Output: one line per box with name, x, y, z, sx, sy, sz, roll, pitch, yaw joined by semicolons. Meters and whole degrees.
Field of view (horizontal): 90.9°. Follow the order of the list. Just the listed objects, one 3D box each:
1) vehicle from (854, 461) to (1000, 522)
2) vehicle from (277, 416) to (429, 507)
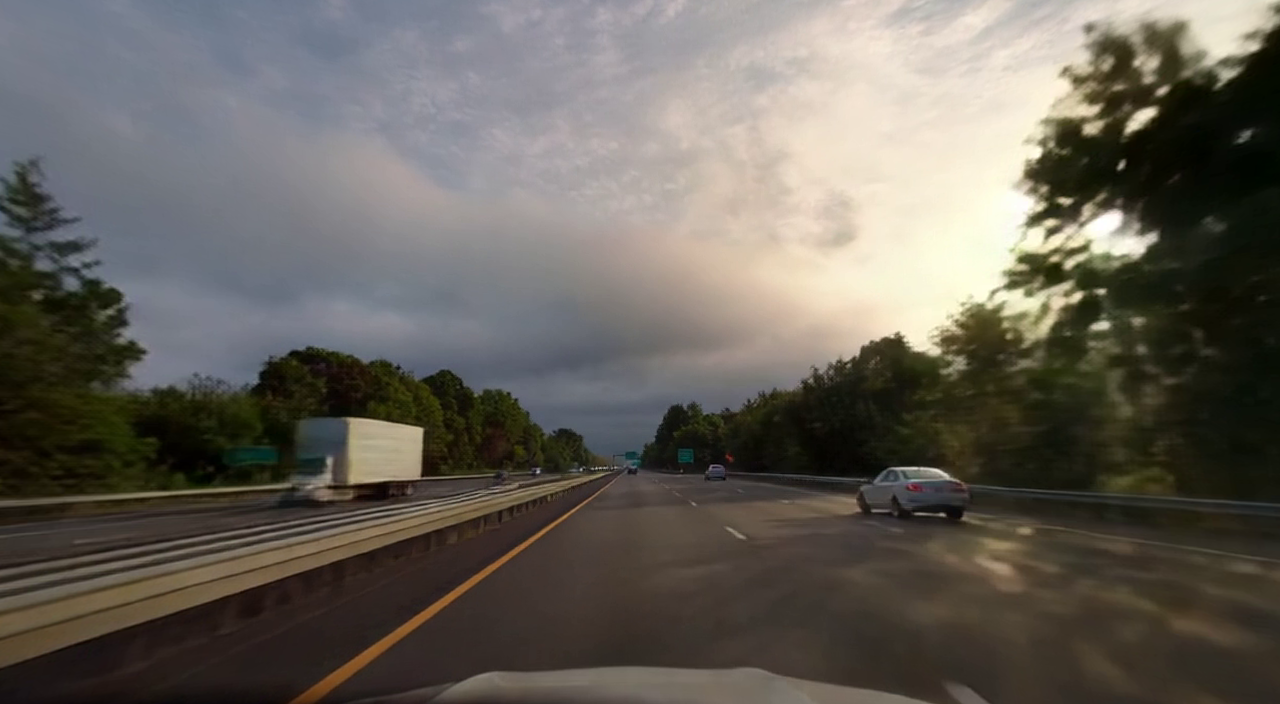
vehicle;7.951;3.898;17.988;2.024;1.476;4.352;1;-11;-1
vehicle;-13.508;5.413;30.938;3.015;3.755;9.107;1;-11;0
